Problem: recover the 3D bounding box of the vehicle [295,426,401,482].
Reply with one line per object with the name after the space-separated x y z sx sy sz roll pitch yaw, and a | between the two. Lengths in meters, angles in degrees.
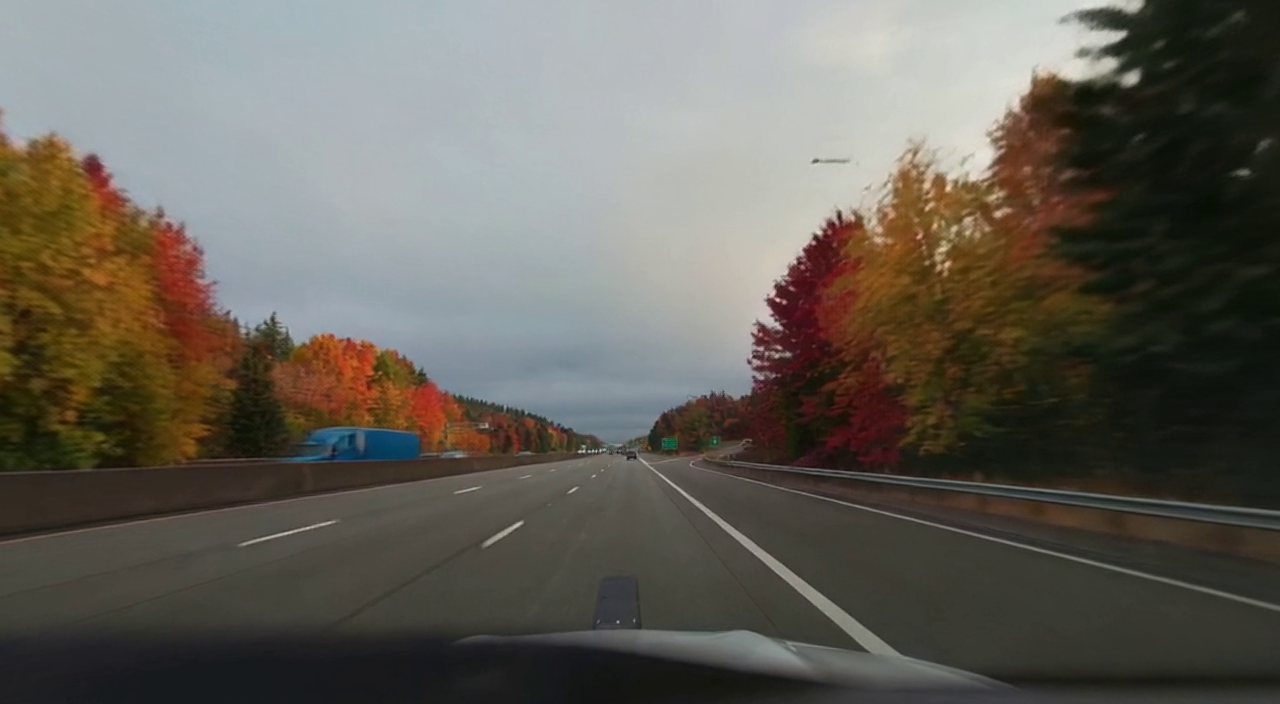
-21.022 7.450 46.067 2.960 3.582 10.273 0 -9 -1 | vehicle
